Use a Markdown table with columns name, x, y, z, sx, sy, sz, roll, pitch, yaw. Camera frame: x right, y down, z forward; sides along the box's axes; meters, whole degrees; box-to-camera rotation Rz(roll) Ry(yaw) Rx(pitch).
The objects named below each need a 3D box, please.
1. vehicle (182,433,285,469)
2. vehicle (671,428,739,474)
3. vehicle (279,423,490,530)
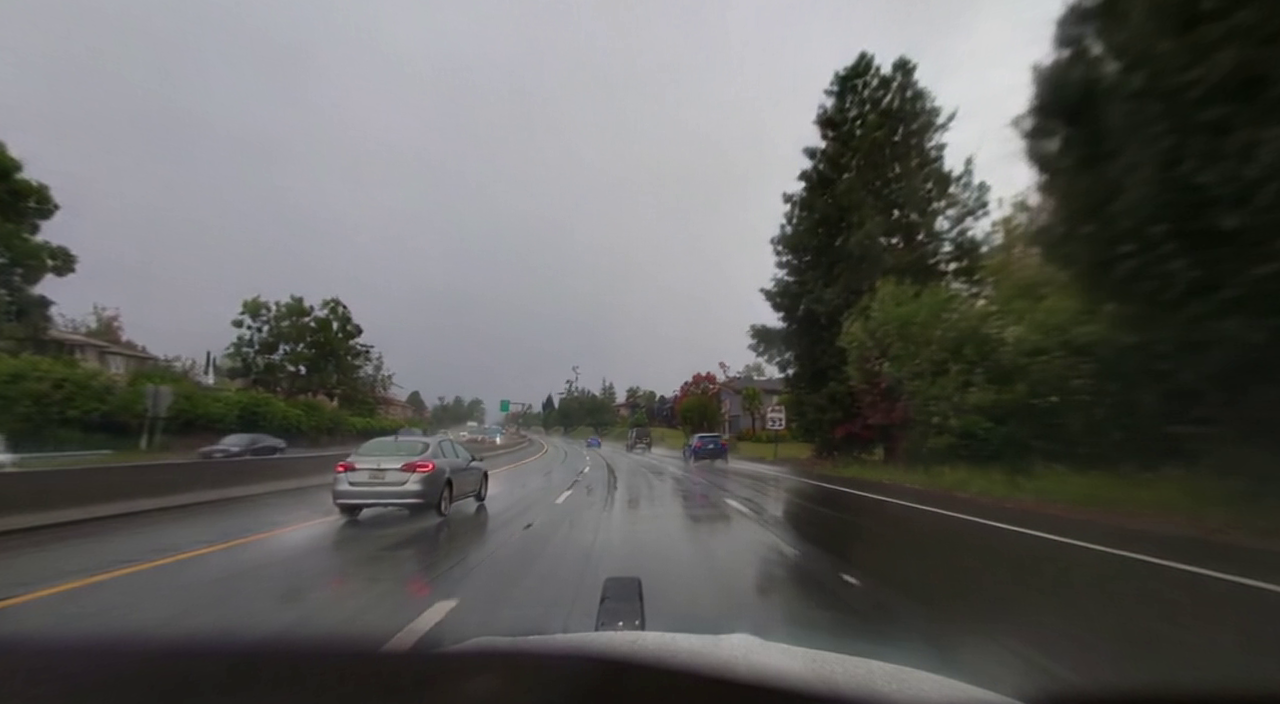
| name | x | y | z | sx | sy | sz | roll | pitch | yaw |
| --- | --- | --- | --- | --- | --- | --- | --- | --- | --- |
| vehicle | -17.686 | 4.330 | 27.632 | 1.910 | 1.461 | 3.908 | 0 | -8 | 0 |
| vehicle | 2.528 | 3.966 | 25.476 | 2.092 | 1.686 | 4.188 | 0 | -8 | -3 |
| vehicle | -4.268 | 2.146 | 11.462 | 2.036 | 1.528 | 4.400 | 0 | -8 | -1 |
